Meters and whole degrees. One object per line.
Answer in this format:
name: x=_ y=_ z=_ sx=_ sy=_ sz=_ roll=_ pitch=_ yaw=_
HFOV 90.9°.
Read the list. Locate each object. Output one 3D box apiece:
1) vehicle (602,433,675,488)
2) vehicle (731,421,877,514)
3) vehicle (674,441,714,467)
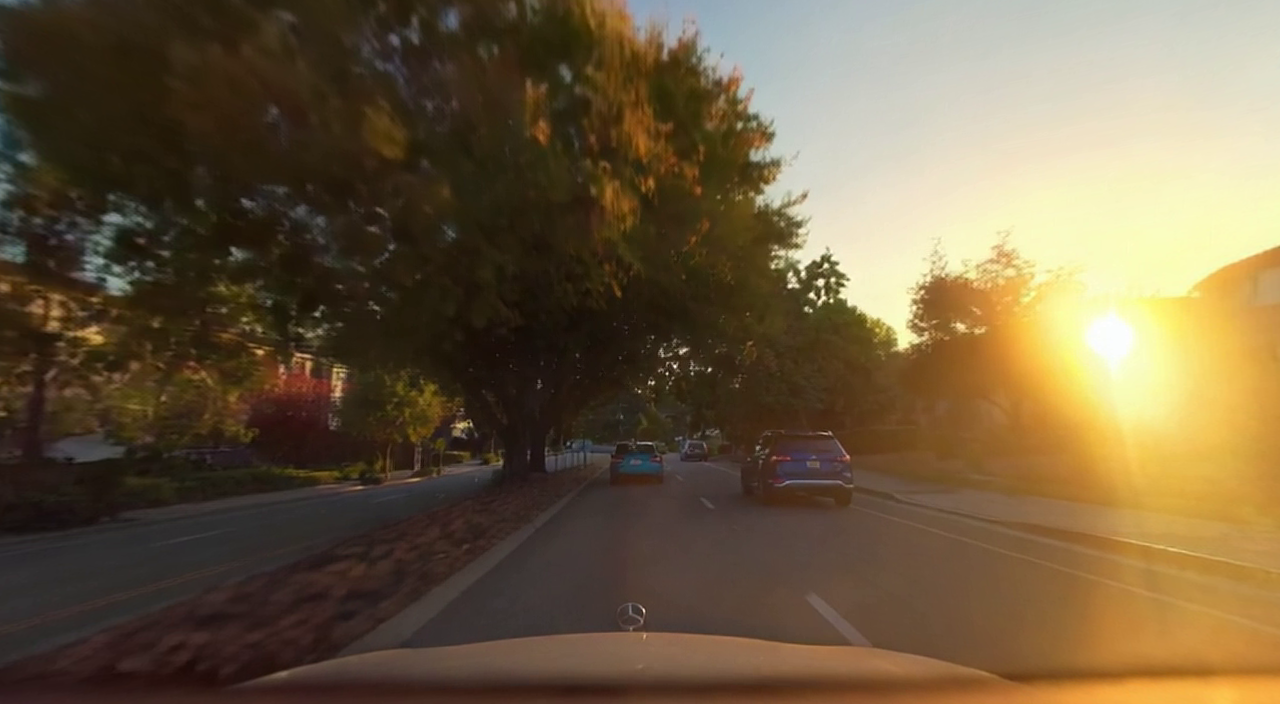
vehicle: x=-0.036 y=3.626 z=21.317 sx=2.200 sy=1.653 sz=4.127 roll=0 pitch=-9 yaw=0
vehicle: x=3.422 y=2.524 z=14.176 sx=2.024 sy=1.711 sz=4.512 roll=0 pitch=-9 yaw=0
vehicle: x=3.335 y=6.395 z=39.621 sx=2.099 sy=1.463 sz=4.130 roll=0 pitch=-9 yaw=-1
